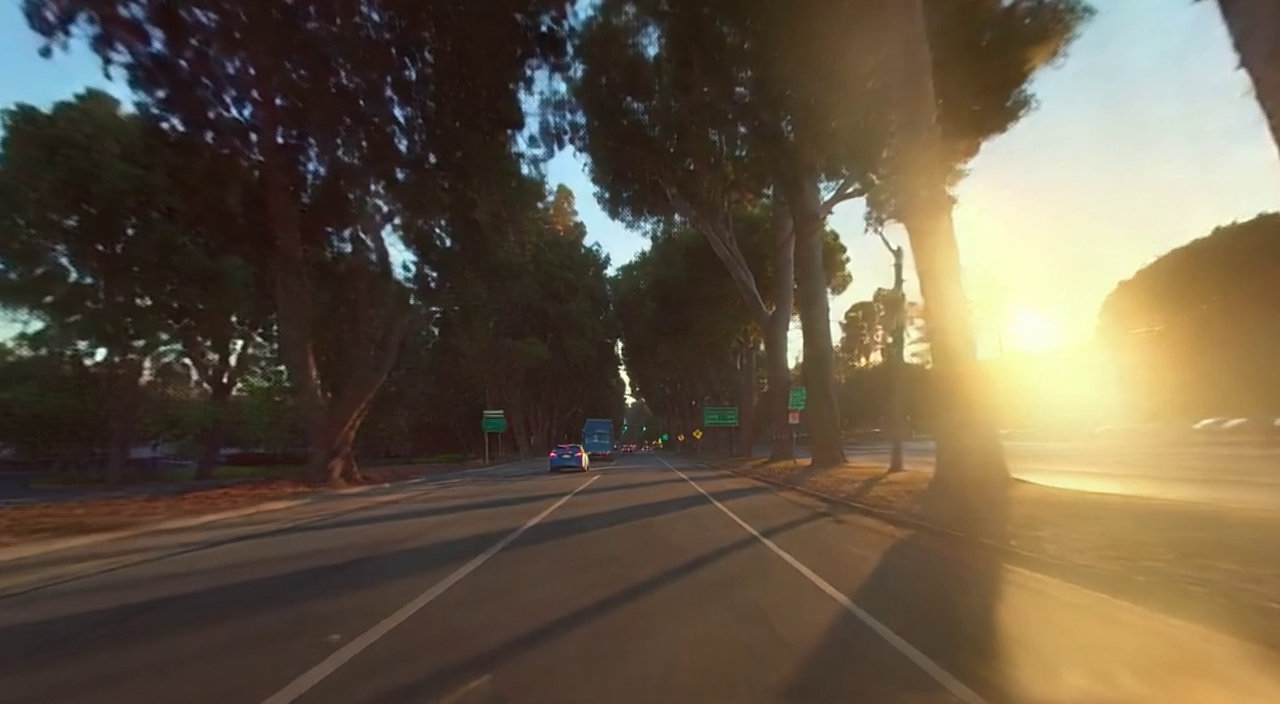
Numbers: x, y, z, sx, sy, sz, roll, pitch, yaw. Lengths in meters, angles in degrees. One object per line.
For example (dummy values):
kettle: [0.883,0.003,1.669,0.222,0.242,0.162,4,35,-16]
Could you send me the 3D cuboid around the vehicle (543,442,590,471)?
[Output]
vehicle: [-3.943,5.687,34.569,2.005,1.462,4.345,0,-8,1]
